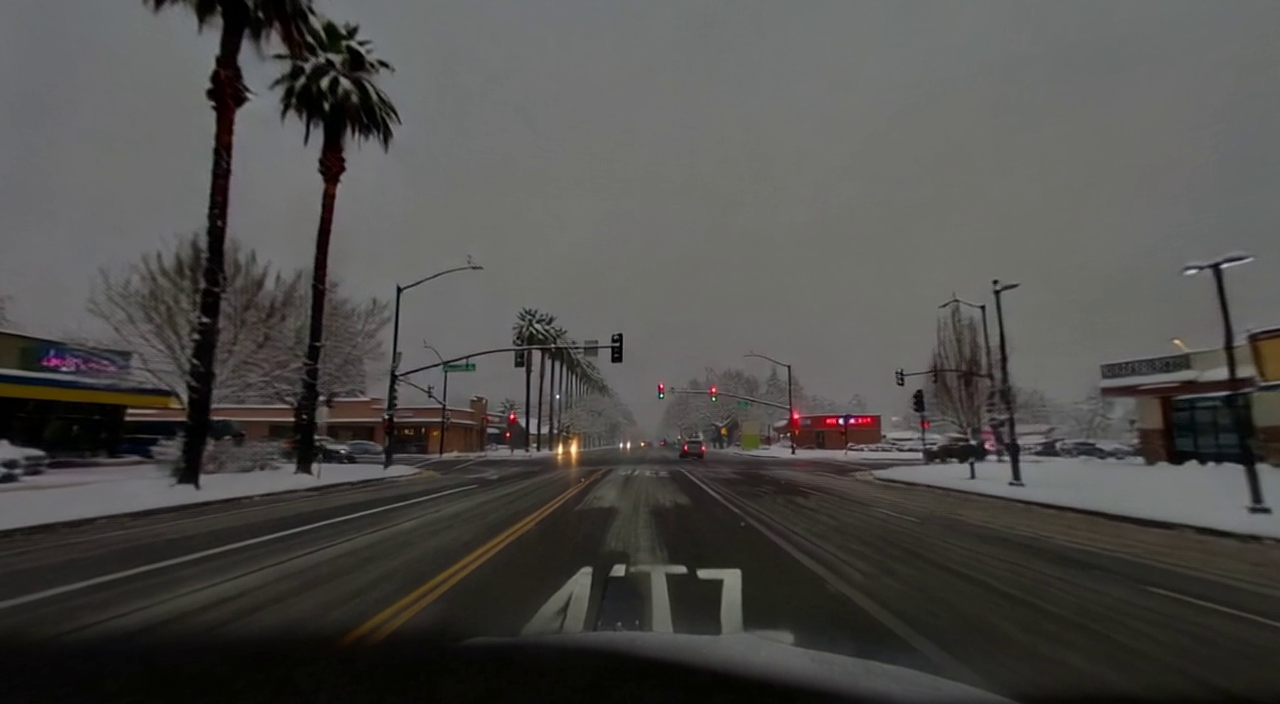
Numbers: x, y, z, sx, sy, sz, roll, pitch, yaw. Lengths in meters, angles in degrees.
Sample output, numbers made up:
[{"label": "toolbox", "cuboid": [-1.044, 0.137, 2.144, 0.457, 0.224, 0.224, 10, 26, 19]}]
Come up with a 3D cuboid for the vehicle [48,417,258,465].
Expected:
[{"label": "vehicle", "cuboid": [-35.442, 6.498, 46.163, 12.726, 3.308, 3.114, 0, -7, 0]}]

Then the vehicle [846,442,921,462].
[{"label": "vehicle", "cuboid": [18.933, 7.774, 49.108, 4.977, 1.508, 1.948, 0, -8, 0]}]

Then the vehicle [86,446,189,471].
[{"label": "vehicle", "cuboid": [-30.563, 6.501, 38.360, 4.538, 1.446, 2.028, 0, -8, 1]}]

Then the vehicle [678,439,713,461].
[{"label": "vehicle", "cuboid": [3.975, 7.082, 45.645, 2.065, 1.507, 4.225, 0, -8, -1]}]

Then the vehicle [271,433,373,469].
[{"label": "vehicle", "cuboid": [-19.313, 6.013, 38.376, 4.901, 2.064, 2.296, 0, -8, 1]}]

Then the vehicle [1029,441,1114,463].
[{"label": "vehicle", "cuboid": [31.270, 7.252, 45.650, 4.701, 1.463, 1.989, 0, -8, -2]}]

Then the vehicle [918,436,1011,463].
[{"label": "vehicle", "cuboid": [23.405, 7.023, 45.491, 5.509, 1.873, 2.123, 0, -8, -1]}]
